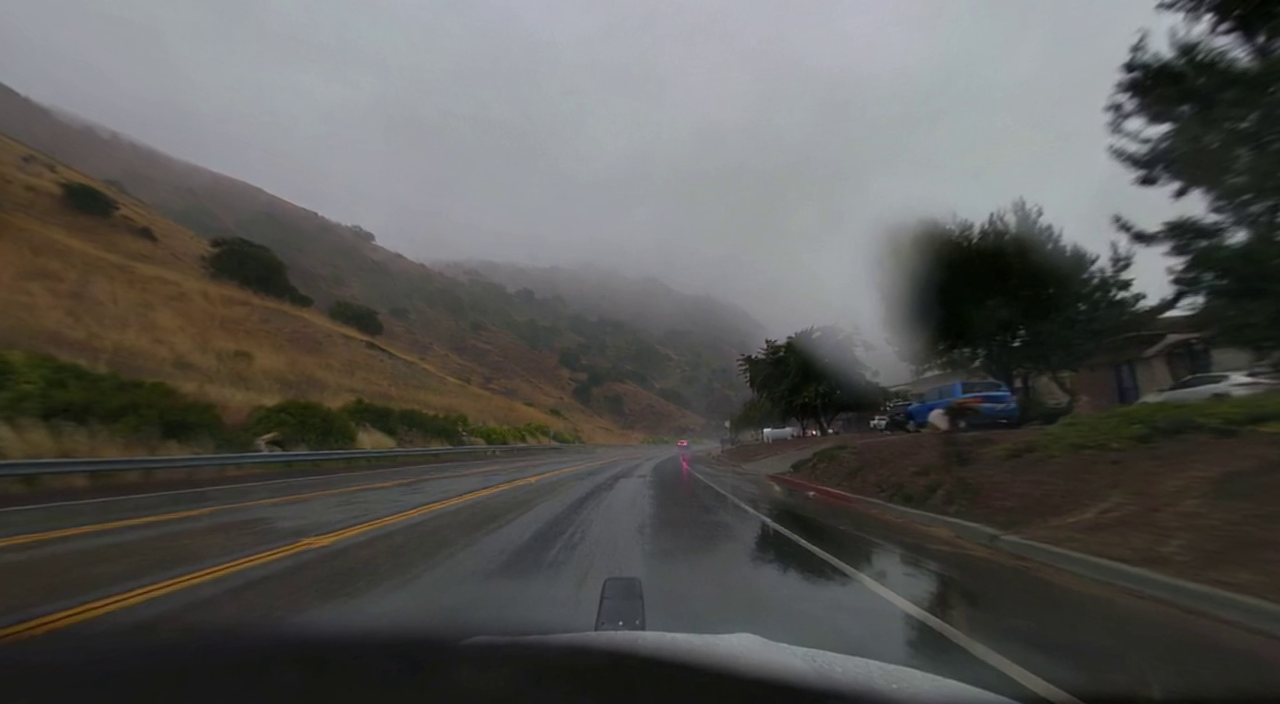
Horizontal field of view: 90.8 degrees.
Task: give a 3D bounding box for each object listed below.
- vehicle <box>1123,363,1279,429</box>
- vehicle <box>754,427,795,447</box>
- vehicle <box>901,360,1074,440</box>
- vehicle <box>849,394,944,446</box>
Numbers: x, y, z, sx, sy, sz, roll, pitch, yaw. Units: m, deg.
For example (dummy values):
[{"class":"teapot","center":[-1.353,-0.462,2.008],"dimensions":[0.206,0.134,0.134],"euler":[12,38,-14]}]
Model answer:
[{"class":"vehicle","center":[18.958,1.589,20.781],"dimensions":[2.088,1.731,5.442],"euler":[-1,-9,4]},{"class":"vehicle","center":[10.521,6.715,49.799],"dimensions":[2.103,1.447,4.727],"euler":[0,-9,0]},{"class":"vehicle","center":[9.614,1.511,18.062],"dimensions":[2.108,1.946,4.669],"euler":[0,-9,-2]},{"class":"vehicle","center":[9.757,2.713,24.428],"dimensions":[1.929,1.593,4.030],"euler":[-5,-10,1]}]
